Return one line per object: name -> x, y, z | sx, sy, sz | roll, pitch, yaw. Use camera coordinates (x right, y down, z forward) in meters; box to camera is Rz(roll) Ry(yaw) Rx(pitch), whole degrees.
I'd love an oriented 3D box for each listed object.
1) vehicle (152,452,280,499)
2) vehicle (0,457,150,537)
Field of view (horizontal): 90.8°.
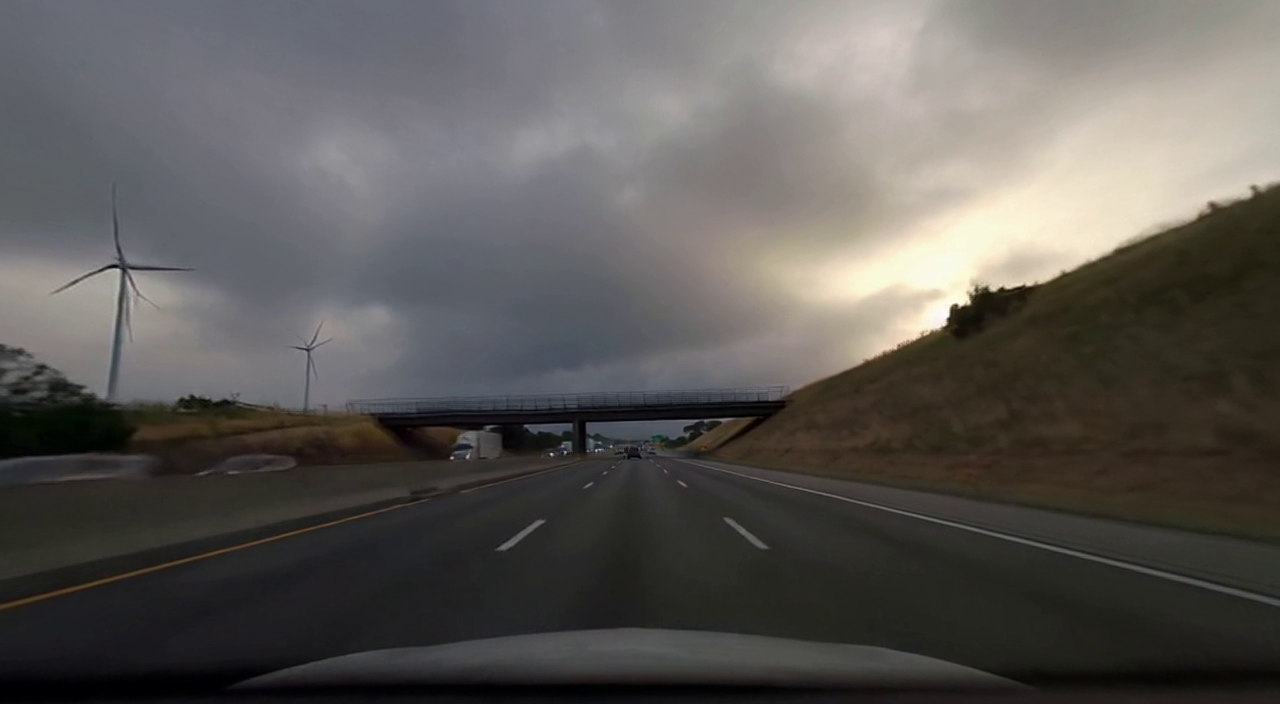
vehicle -> -15.895, 4.610, 23.970 | 1.912, 1.565, 4.242 | 0, -9, 0
vehicle -> -12.237, 2.808, 12.613 | 1.839, 1.359, 3.813 | 0, -9, -1
